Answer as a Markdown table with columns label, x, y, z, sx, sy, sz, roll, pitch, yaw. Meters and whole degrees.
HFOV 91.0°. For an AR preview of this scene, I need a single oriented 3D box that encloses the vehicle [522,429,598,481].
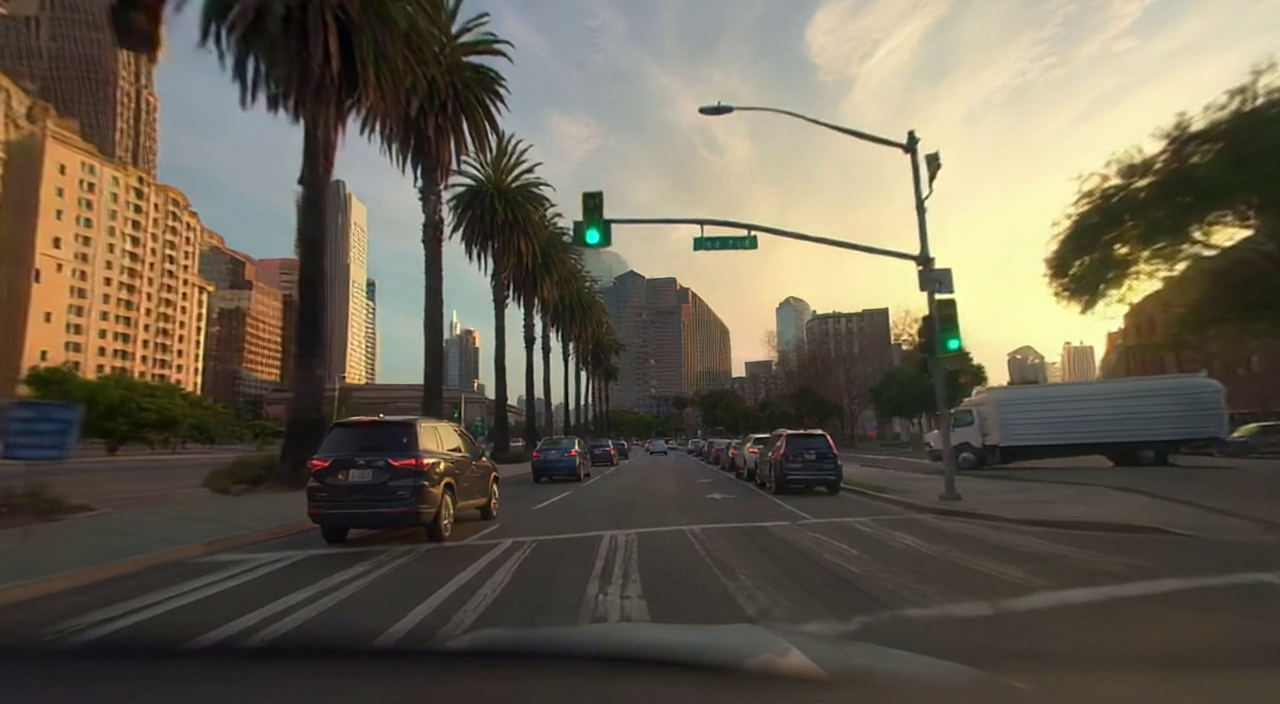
| label | x | y | z | sx | sy | sz | roll | pitch | yaw |
| --- | --- | --- | --- | --- | --- | --- | --- | --- | --- |
| vehicle | -2.821 | 3.768 | 23.245 | 2.014 | 1.740 | 4.392 | 0 | -8 | 2 |

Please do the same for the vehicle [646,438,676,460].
| label | x | y | z | sx | sy | sz | roll | pitch | yaw |
| --- | --- | --- | --- | --- | --- | --- | --- | --- | --- |
| vehicle | 1.441 | 6.831 | 44.213 | 2.036 | 1.461 | 3.890 | 0 | -8 | 1 |

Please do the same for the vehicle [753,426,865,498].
| label | x | y | z | sx | sy | sz | roll | pitch | yaw |
| --- | --- | --- | --- | --- | --- | --- | --- | --- | --- |
| vehicle | 4.515 | 3.014 | 17.653 | 1.965 | 1.735 | 4.835 | 0 | -8 | 2 |

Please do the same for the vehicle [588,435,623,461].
| label | x | y | z | sx | sy | sz | roll | pitch | yaw |
| --- | --- | --- | --- | --- | --- | --- | --- | --- | --- |
| vehicle | -2.292 | 6.553 | 42.932 | 1.955 | 1.637 | 4.243 | 0 | -8 | 3 |

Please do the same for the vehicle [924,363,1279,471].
| label | x | y | z | sx | sy | sz | roll | pitch | yaw |
| --- | --- | --- | --- | --- | --- | --- | --- | --- | --- |
| vehicle | 17.073 | 2.781 | 24.413 | 10.428 | 3.452 | 2.869 | -8 | -11 | 39 |

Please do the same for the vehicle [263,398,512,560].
| label | x | y | z | sx | sy | sz | roll | pitch | yaw |
| --- | --- | --- | --- | --- | --- | --- | --- | --- | --- |
| vehicle | -3.270 | 1.734 | 9.233 | 1.800 | 1.797 | 4.224 | 0 | -8 | 1 |
